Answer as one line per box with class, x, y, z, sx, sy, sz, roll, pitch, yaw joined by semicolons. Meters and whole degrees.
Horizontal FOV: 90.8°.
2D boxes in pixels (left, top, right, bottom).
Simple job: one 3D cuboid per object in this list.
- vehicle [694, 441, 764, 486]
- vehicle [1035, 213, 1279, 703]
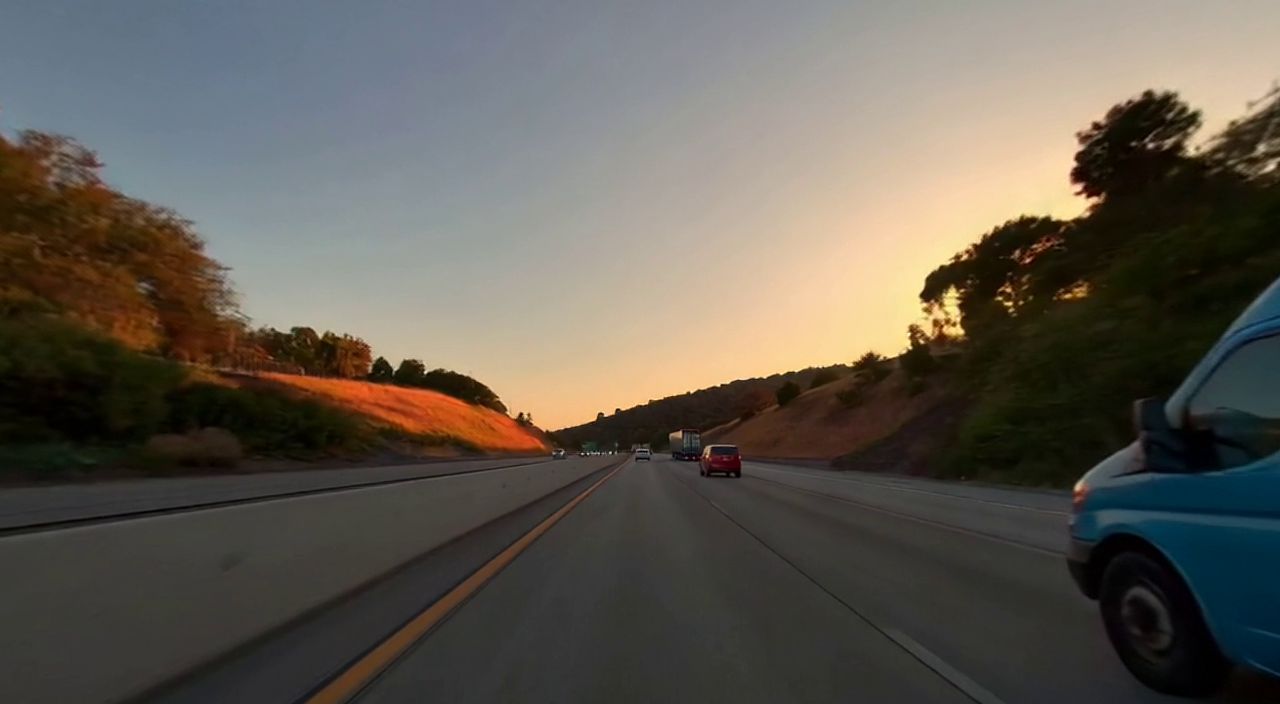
vehicle;3.537;4.561;26.115;2.130;1.658;4.537;0;-9;-1
vehicle;3.814;0.401;1.536;2.242;2.285;5.233;0;-9;0
